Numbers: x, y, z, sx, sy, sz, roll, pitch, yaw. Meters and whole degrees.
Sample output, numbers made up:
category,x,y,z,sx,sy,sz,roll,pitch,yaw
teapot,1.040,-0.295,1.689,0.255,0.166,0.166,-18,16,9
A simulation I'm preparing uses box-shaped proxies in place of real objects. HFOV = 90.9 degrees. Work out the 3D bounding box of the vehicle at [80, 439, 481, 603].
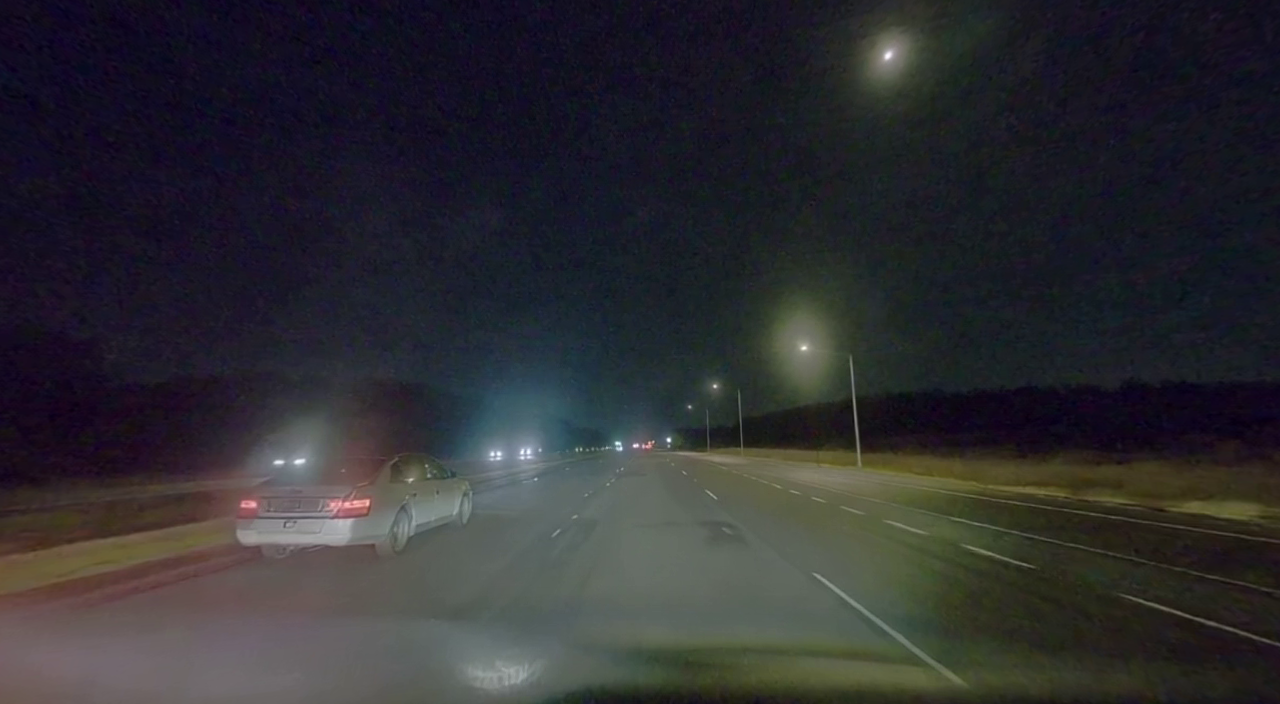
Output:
category,x,y,z,sx,sy,sz,roll,pitch,yaw
vehicle,-3.561,1.737,7.536,2.096,1.343,4.503,0,-8,1
